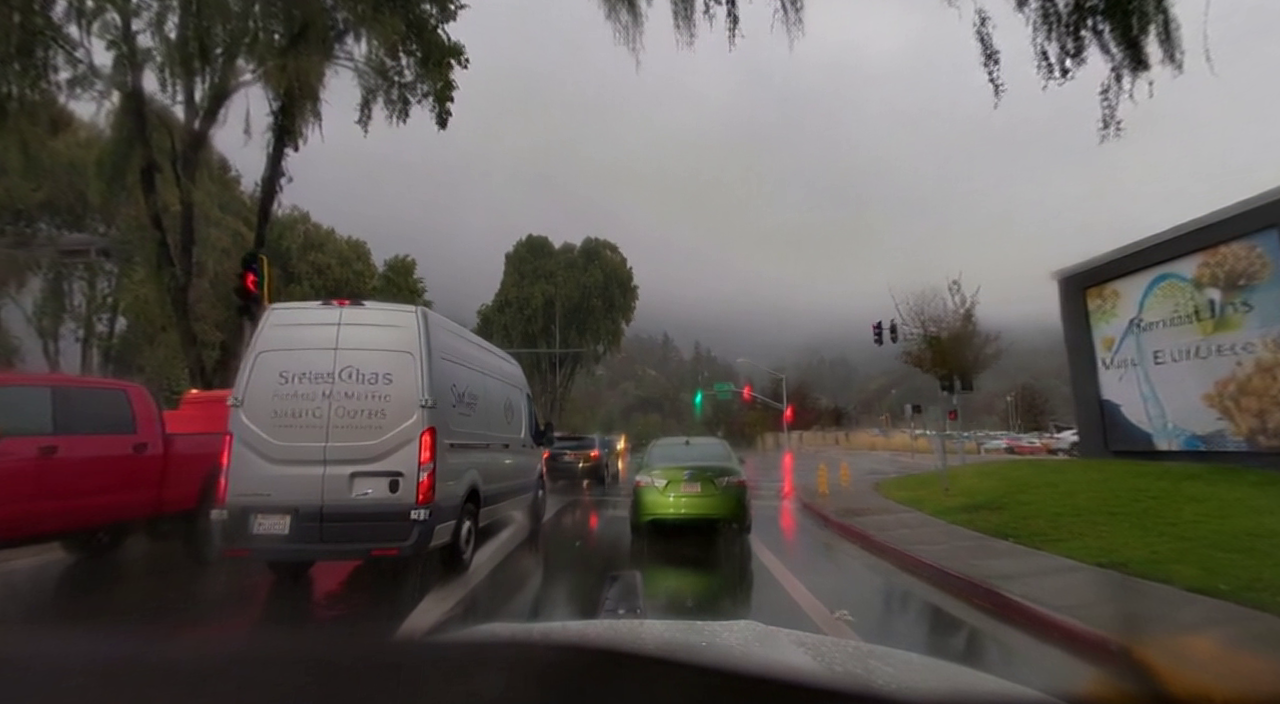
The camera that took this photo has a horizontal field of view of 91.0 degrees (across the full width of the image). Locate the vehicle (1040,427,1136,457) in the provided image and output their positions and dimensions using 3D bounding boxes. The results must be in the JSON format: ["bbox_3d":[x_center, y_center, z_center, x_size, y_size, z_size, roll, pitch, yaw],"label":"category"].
[{"bbox_3d":[31.324,6.322,44.118,5.084,2.041,2.360,1,-9,-8],"label":"vehicle"}]

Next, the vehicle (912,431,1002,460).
[{"bbox_3d":[21.345,6.326,42.461,5.021,1.848,2.210,1,-9,-10],"label":"vehicle"}]

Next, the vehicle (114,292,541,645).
[{"bbox_3d":[-3.124,1.379,8.347,2.555,3.035,5.702,0,-8,1],"label":"vehicle"}]

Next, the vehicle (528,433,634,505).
[{"bbox_3d":[-1.617,3.466,19.123,2.130,1.876,4.445,-1,-9,9],"label":"vehicle"}]

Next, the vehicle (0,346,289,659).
[{"bbox_3d":[-6.018,1.315,5.955,2.352,2.333,5.197,0,-8,0],"label":"vehicle"}]

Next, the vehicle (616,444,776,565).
[{"bbox_3d":[1.085,2.596,11.641,2.398,1.773,4.254,-1,-8,7],"label":"vehicle"}]
